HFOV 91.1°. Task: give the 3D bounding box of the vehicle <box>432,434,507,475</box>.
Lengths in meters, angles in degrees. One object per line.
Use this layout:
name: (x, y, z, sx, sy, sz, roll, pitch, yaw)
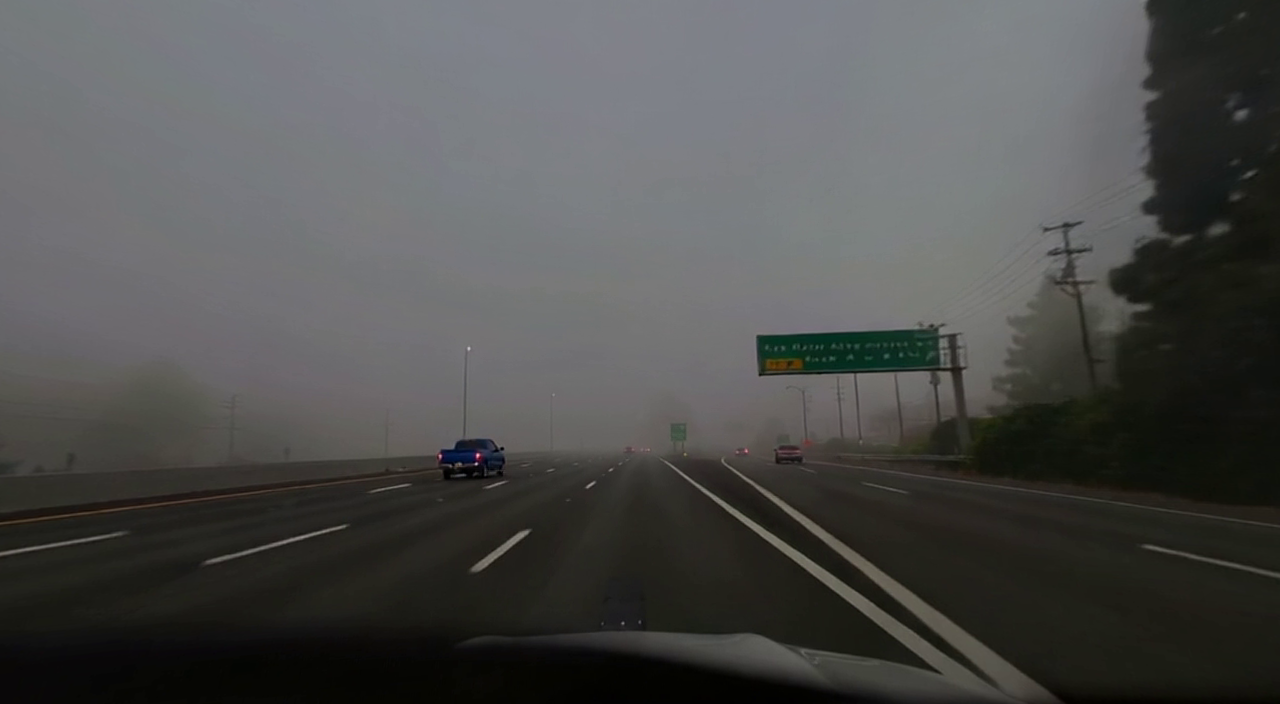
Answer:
vehicle: (-9.960, 6.056, 37.345, 2.667, 2.213, 6.081, -1, -8, 1)
